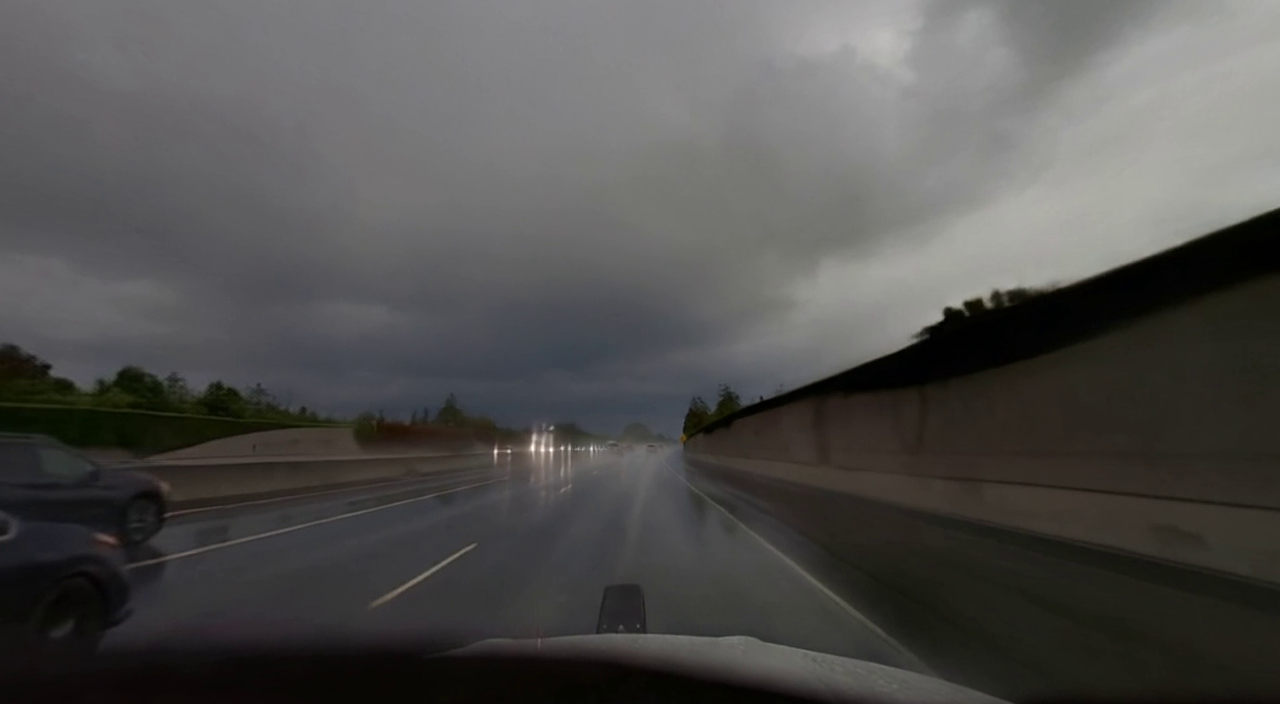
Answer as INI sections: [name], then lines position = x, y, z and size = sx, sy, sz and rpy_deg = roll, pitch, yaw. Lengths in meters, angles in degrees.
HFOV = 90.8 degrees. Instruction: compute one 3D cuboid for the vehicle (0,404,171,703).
[vehicle]
position = -3.780, 0.871, 1.963
size = 1.991, 1.507, 3.391
rpy_deg = 0, -9, 0
